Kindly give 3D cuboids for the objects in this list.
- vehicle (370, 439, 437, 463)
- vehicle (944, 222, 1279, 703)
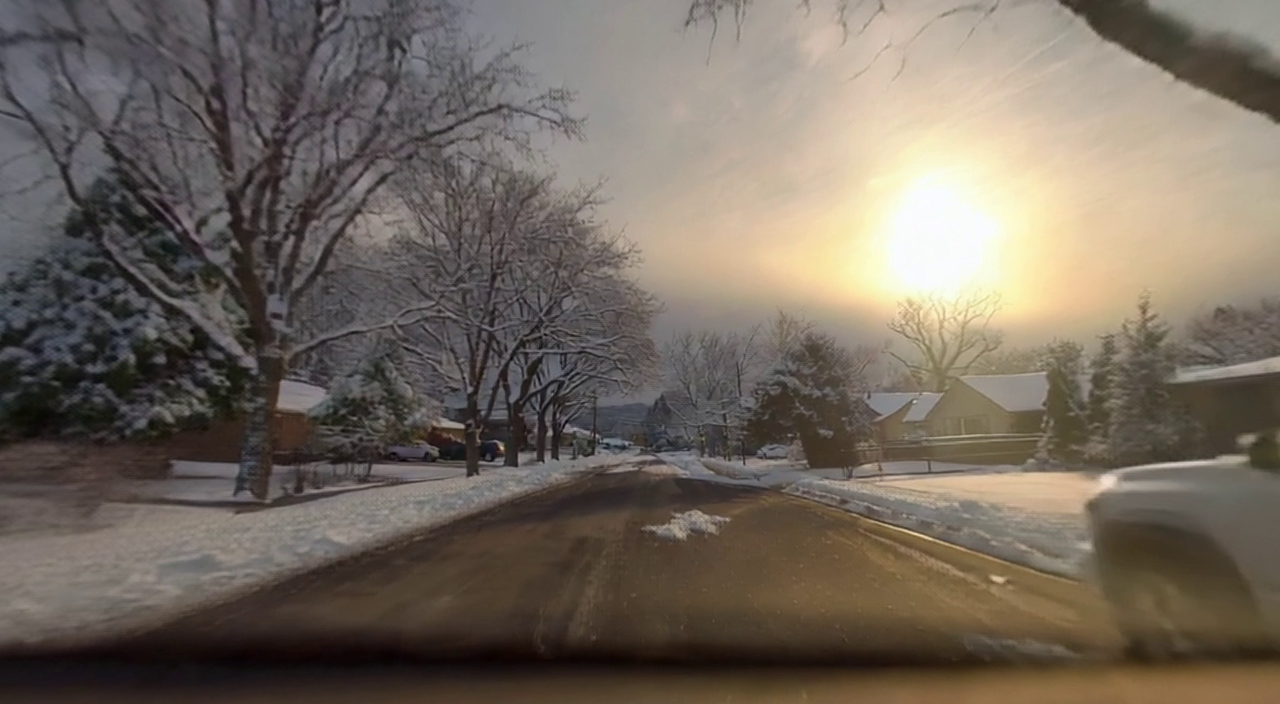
[{"bbox_3d":[-18.563,7.794,49.748,4.359,1.789,2.123,0,-10,1],"label":"vehicle"},{"bbox_3d":[3.714,0.450,1.042,2.789,2.206,7.420,0,-9,1],"label":"vehicle"}]
